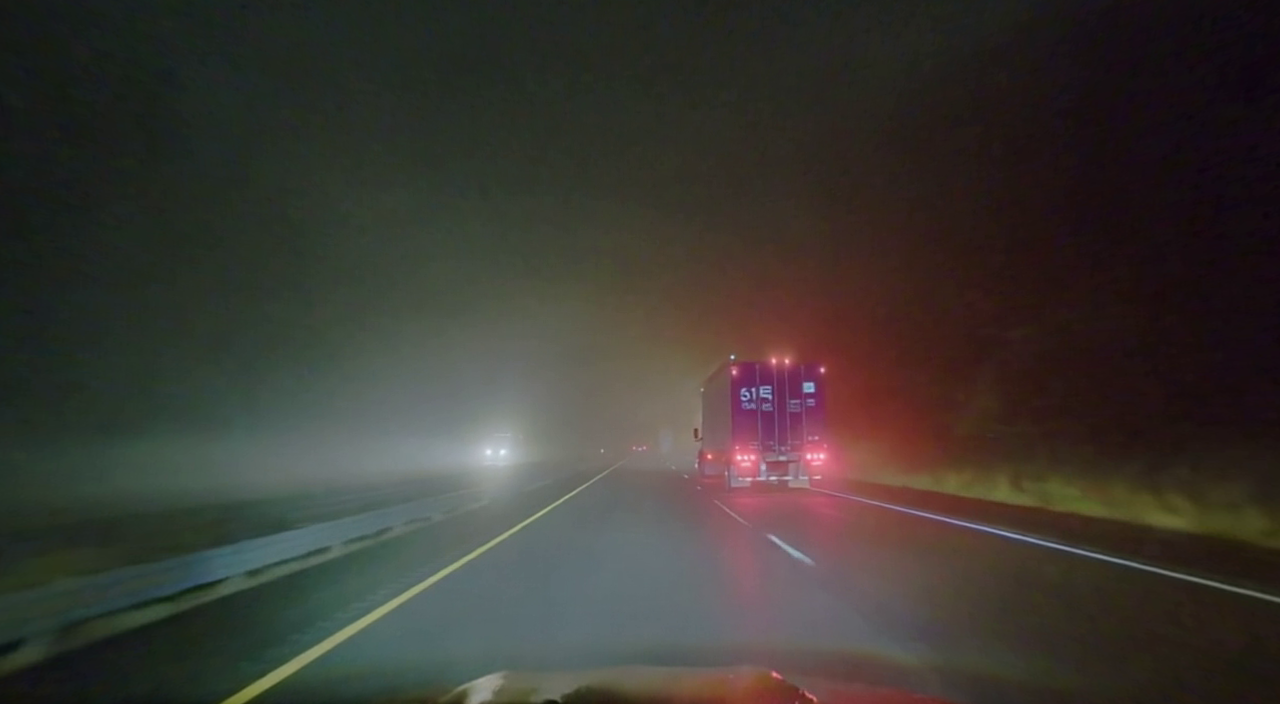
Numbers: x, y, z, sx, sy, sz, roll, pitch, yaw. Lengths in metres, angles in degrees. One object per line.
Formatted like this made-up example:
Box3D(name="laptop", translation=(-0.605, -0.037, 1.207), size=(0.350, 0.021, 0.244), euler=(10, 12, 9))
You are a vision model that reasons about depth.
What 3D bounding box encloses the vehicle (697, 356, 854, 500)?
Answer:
Box3D(name="vehicle", translation=(3.951, 2.736, 21.442), size=(3.107, 3.718, 10.231), euler=(0, -9, 0))
